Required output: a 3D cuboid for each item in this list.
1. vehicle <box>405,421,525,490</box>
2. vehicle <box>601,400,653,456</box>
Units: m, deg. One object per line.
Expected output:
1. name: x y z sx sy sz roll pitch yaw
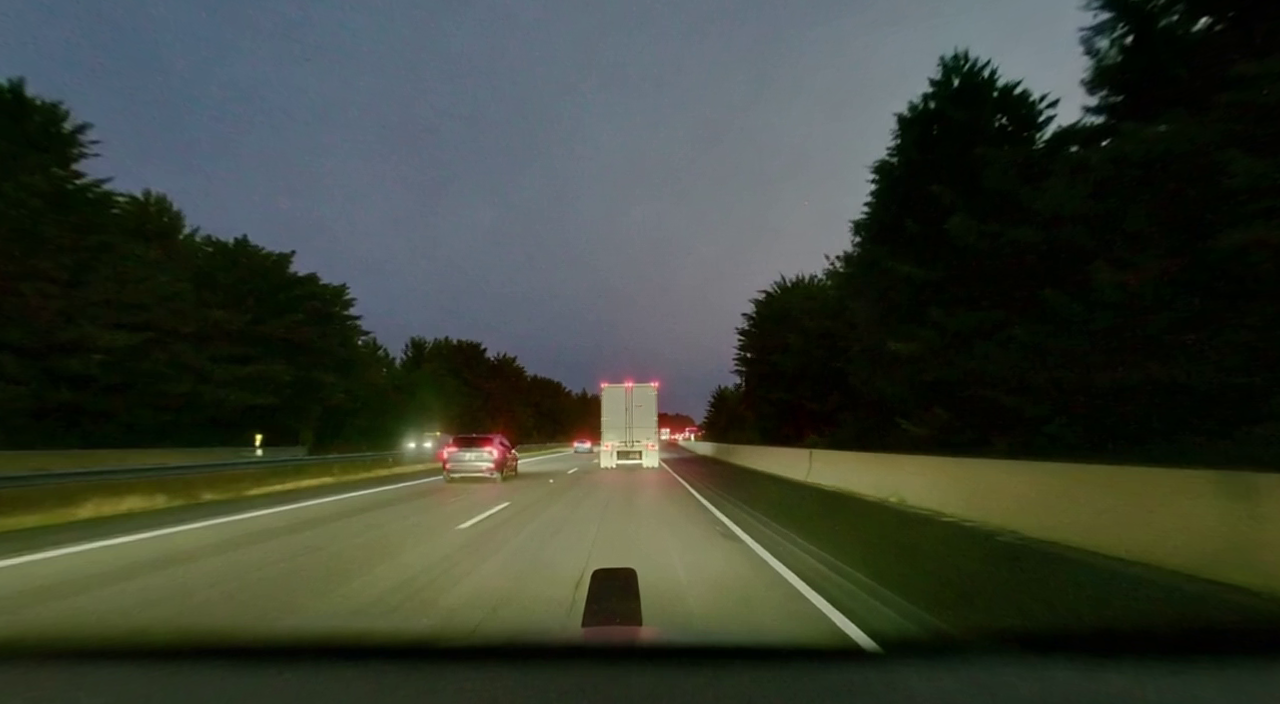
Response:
1. vehicle: -4.790 2.897 18.077 2.138 1.697 4.587 0 -8 0
2. vehicle: -0.609 3.484 28.786 2.319 2.461 1.270 1 -8 -3
